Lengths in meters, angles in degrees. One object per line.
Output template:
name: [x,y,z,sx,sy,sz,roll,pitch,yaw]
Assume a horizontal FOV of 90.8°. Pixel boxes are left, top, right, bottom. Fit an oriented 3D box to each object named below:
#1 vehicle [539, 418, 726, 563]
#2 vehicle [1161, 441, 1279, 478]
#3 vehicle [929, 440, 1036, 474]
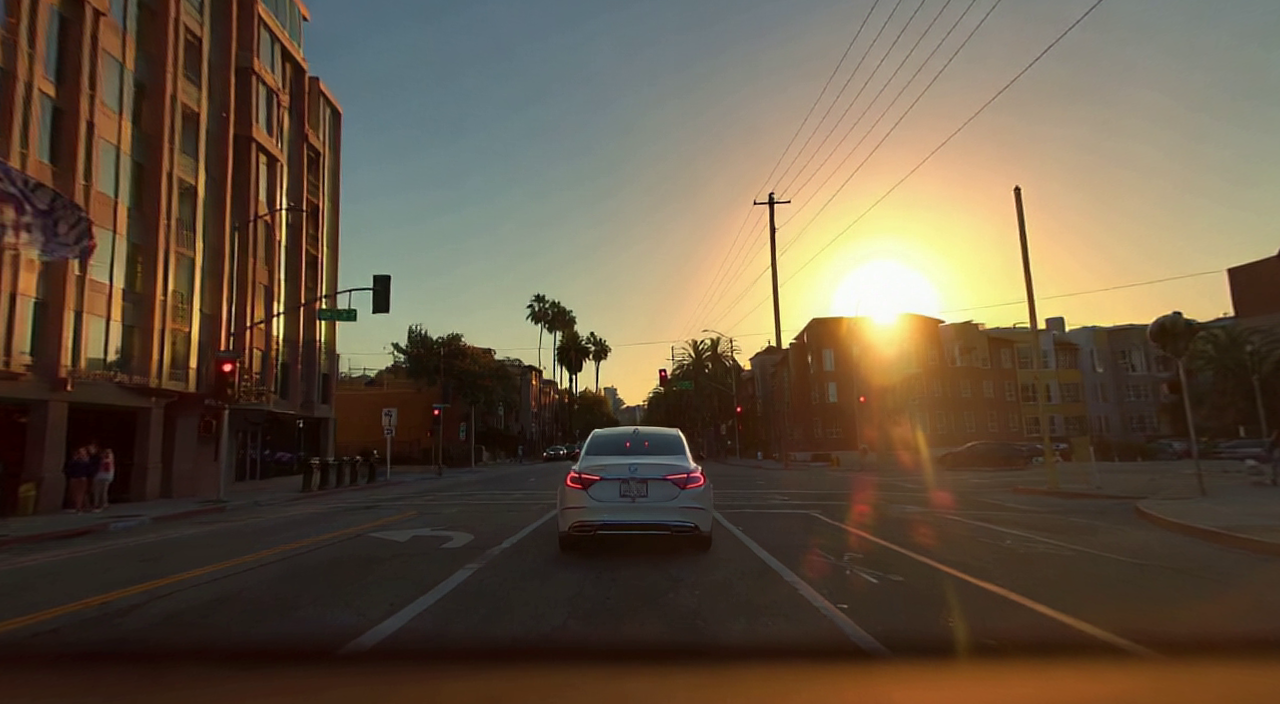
vehicle: [-0.086,1.871,9.218,2.144,1.643,3.770,0,-8,0]
vehicle: [26.716,4.868,28.816,4.118,1.593,2.004,0,-8,-4]
vehicle: [18.673,5.735,34.615,4.649,1.760,2.029,-1,-8,2]
